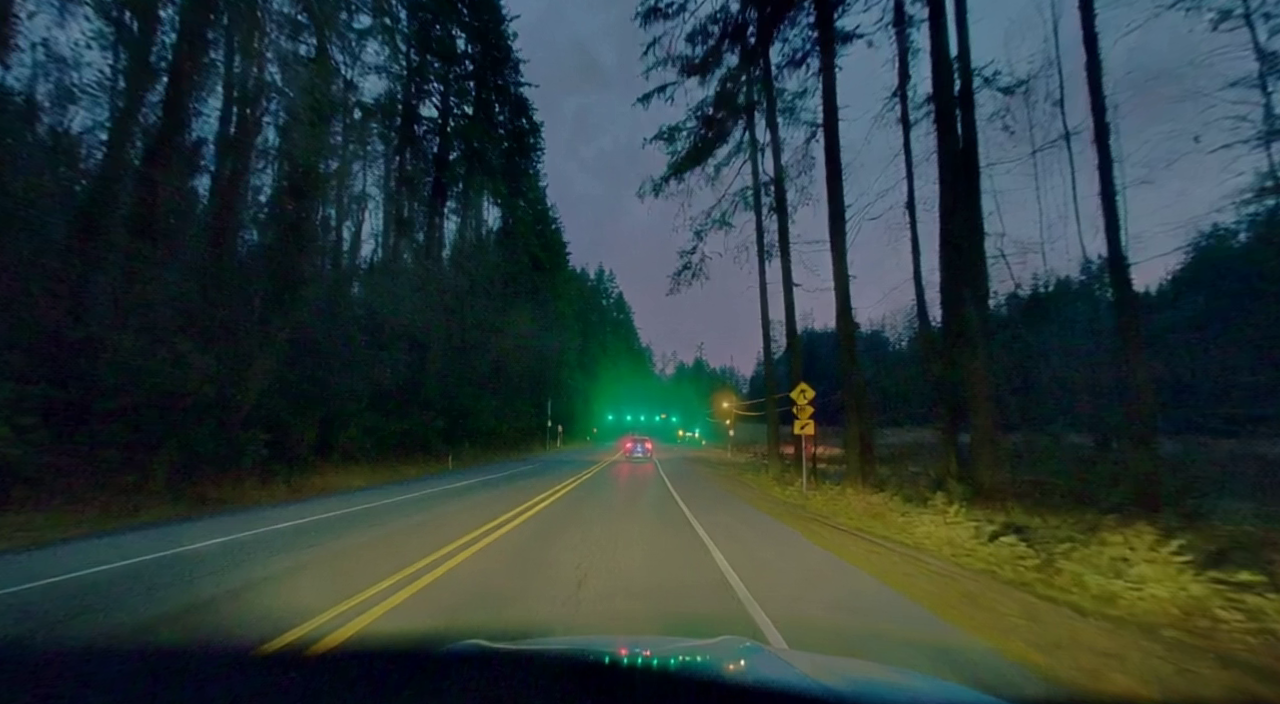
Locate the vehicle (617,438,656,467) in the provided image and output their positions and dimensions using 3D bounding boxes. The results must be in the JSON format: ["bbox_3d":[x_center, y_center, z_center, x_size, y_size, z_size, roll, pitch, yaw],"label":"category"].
[{"bbox_3d":[-0.171,5.505,34.728,2.042,1.489,3.963,0,-8,0],"label":"vehicle"}]
